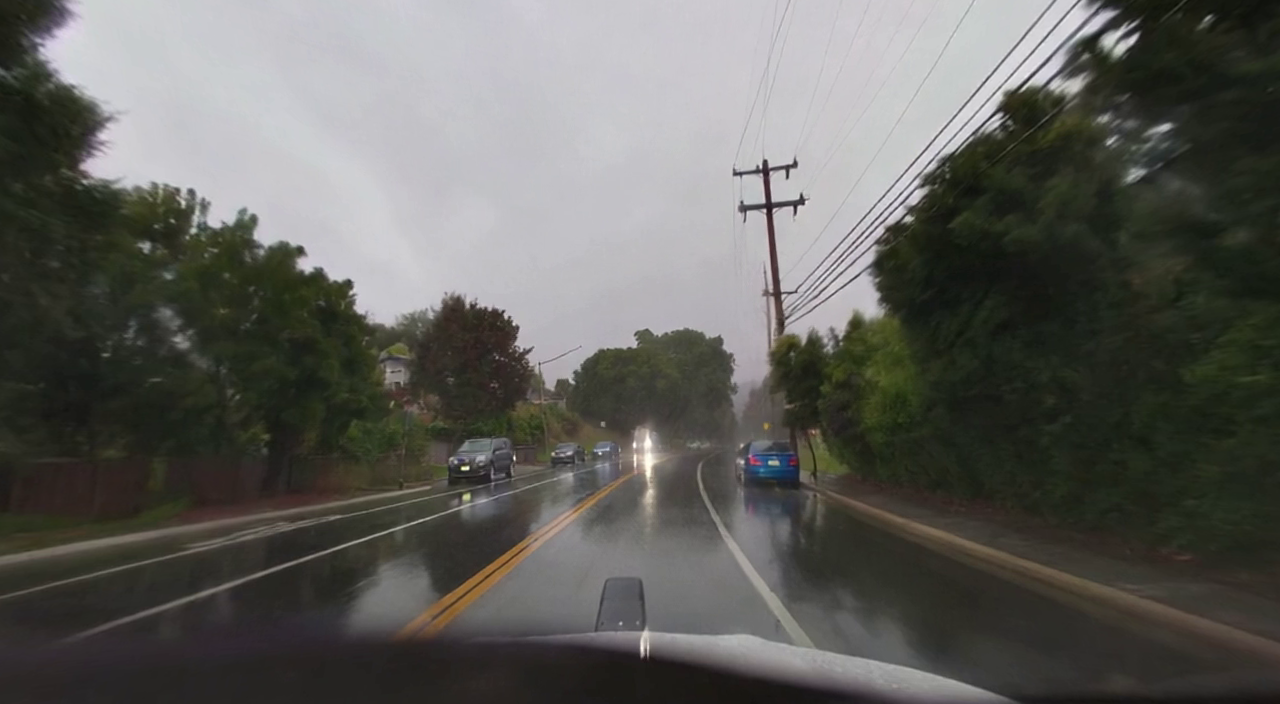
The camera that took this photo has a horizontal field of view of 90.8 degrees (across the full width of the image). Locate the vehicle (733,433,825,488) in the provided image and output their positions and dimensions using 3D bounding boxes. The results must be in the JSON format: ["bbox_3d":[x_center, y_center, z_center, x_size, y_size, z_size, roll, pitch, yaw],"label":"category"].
[{"bbox_3d":[4.065,3.261,19.274,2.054,1.470,4.504,-1,-9,3],"label":"vehicle"}]

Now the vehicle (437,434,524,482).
[{"bbox_3d":[-6.243,4.310,25.371,2.025,1.715,4.363,-1,-11,5],"label":"vehicle"}]

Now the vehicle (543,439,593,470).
[{"bbox_3d":[-4.421,6.412,39.356,1.840,1.523,4.333,4,-11,10],"label":"vehicle"}]

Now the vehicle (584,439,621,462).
[{"bbox_3d":[-2.862,7.618,48.599,1.927,1.542,3.886,-4,-12,10],"label":"vehicle"}]
